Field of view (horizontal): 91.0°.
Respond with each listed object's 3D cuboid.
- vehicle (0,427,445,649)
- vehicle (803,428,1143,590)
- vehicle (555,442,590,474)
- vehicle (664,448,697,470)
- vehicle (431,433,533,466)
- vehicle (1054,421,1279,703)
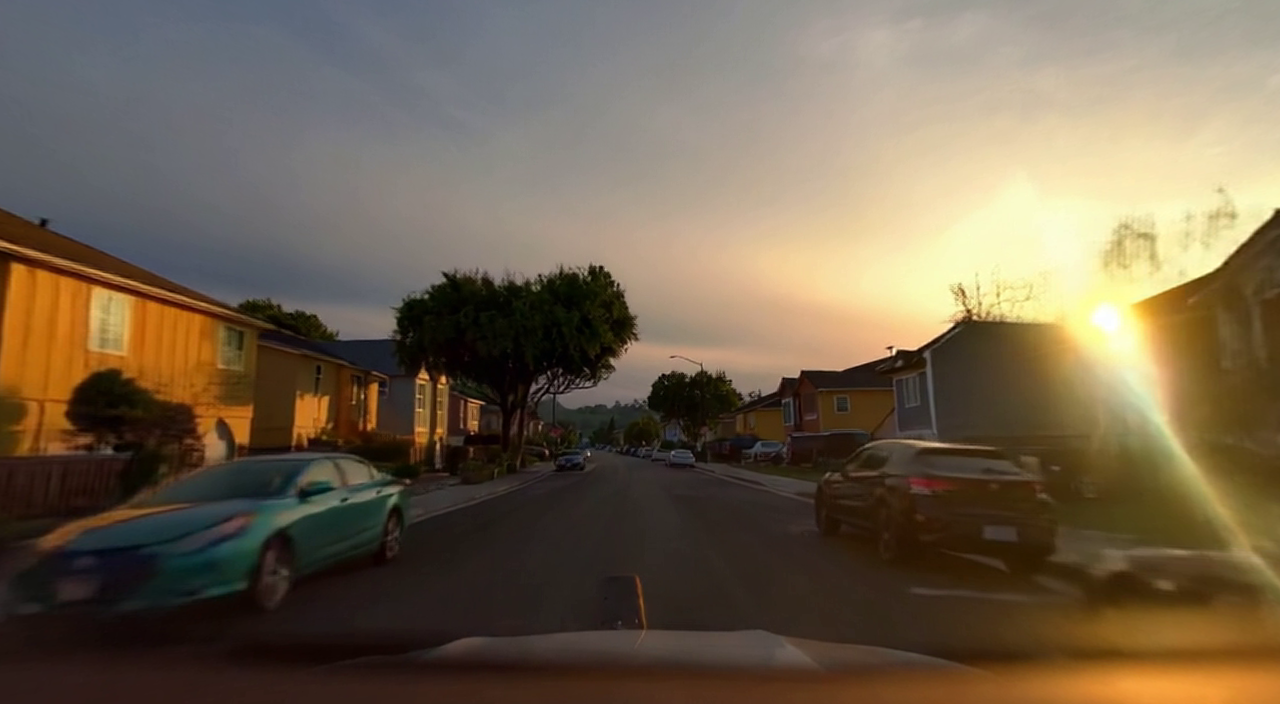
[{"bbox_3d":[-3.873,1.612,6.822,2.089,1.508,4.537,2,-7,-1],"label":"vehicle"},{"bbox_3d":[3.755,1.830,8.300,2.077,1.512,4.513,0,-8,1],"label":"vehicle"},{"bbox_3d":[-4.691,7.413,44.322,2.230,1.782,4.628,0,-4,-4],"label":"vehicle"},{"bbox_3d":[2.914,7.855,46.426,1.869,1.458,4.324,1,-8,-3],"label":"vehicle"},{"bbox_3d":[-9.755,6.079,39.364,5.843,1.985,2.294,1,-9,-6],"label":"vehicle"},{"bbox_3d":[3.417,0.874,1.462,1.888,1.484,4.476,0,-8,1],"label":"vehicle"}]
